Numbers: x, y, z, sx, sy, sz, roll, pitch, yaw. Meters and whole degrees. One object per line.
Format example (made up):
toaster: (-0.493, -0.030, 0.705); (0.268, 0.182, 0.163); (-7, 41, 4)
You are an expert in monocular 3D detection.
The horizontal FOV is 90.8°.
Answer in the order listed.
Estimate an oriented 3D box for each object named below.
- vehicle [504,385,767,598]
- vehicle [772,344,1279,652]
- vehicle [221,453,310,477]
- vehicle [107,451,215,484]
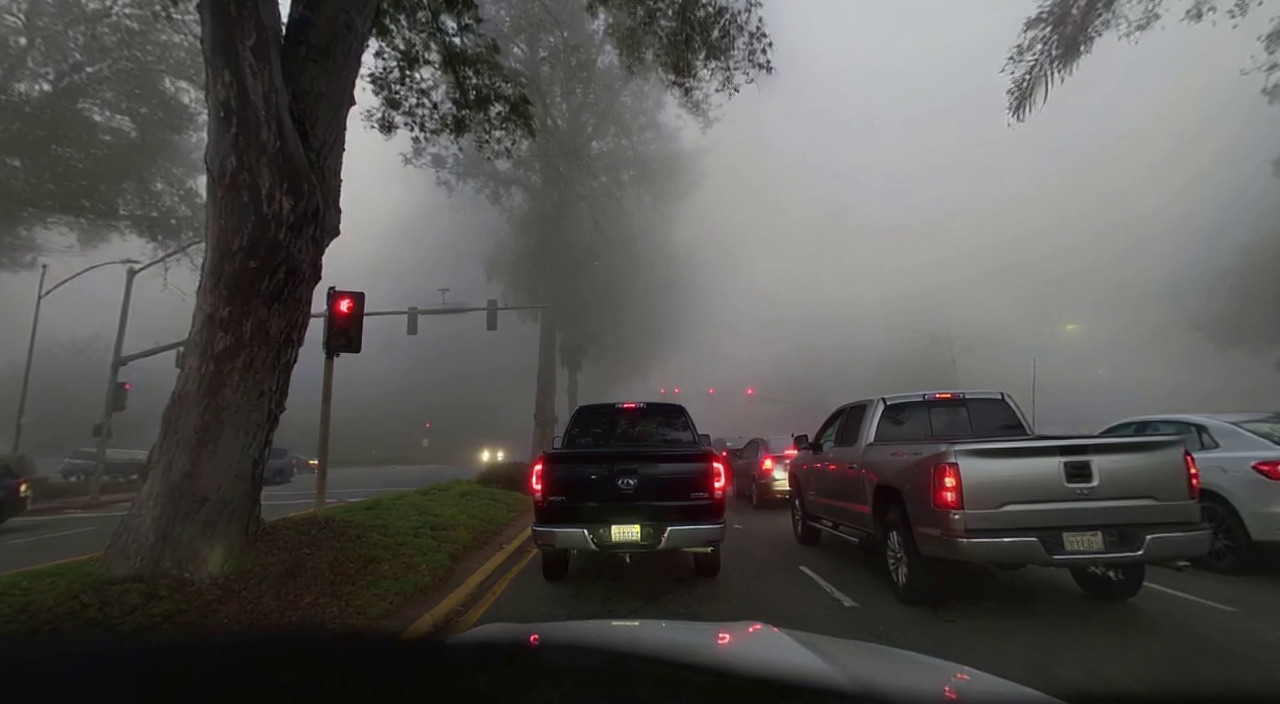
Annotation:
vehicle: (-0.062, 1.570, 8.005); (2.240, 1.821, 5.001); (0, -9, -1)
vehicle: (3.312, 1.333, 6.922); (2.412, 1.953, 5.682); (0, -9, -1)
vehicle: (-24.860, 7.523, 42.113); (4.610, 1.482, 1.940); (1, -9, -10)
vehicle: (-26.378, 6.334, 35.018); (4.437, 1.669, 1.936); (5, -10, -30)
